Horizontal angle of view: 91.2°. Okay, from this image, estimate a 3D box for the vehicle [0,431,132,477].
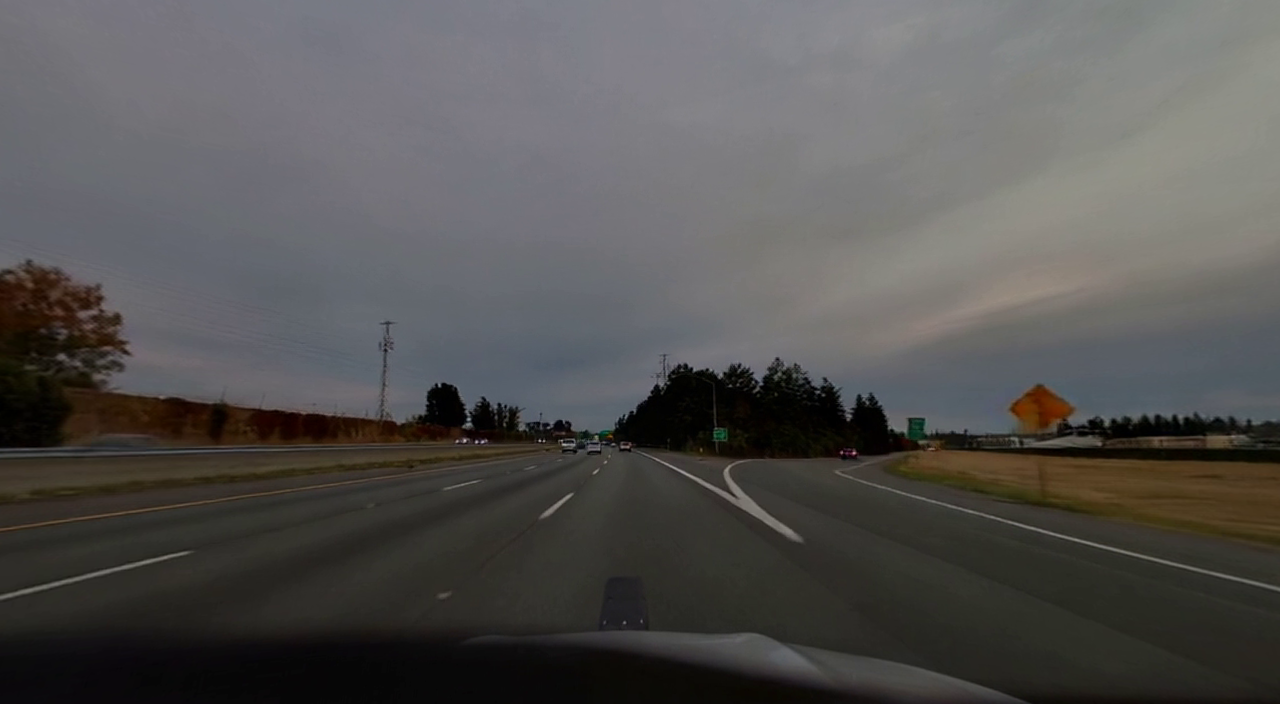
[{"bbox_3d":[-21.903,3.781,23.487,1.872,1.515,4.774,0,-8,-1],"label":"vehicle"}]
